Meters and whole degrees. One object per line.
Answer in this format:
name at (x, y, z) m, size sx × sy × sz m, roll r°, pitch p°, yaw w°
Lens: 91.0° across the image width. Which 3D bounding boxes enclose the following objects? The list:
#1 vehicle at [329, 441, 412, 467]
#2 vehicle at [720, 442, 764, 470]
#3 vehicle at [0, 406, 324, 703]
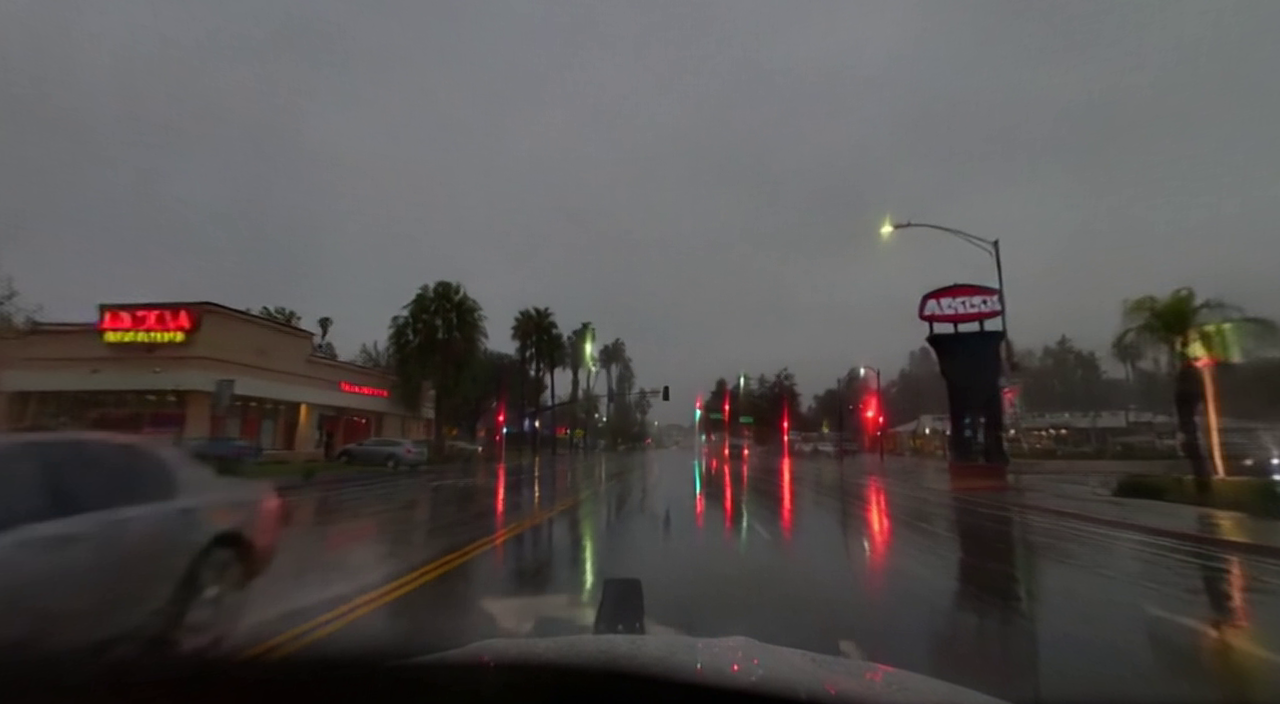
vehicle at (-16.661, 6.321, 39.053) m, size 4.242 × 1.504 × 1.969 m, roll -1°, pitch -9°, yaw 4°
vehicle at (5.813, 5.954, 36.283) m, size 2.065 × 1.507 × 4.225 m, roll 0°, pitch -9°, yaw 3°
vehicle at (-4.044, 1.032, 3.134) m, size 2.090 × 1.489 × 4.909 m, roll -1°, pitch -9°, yaw 4°
